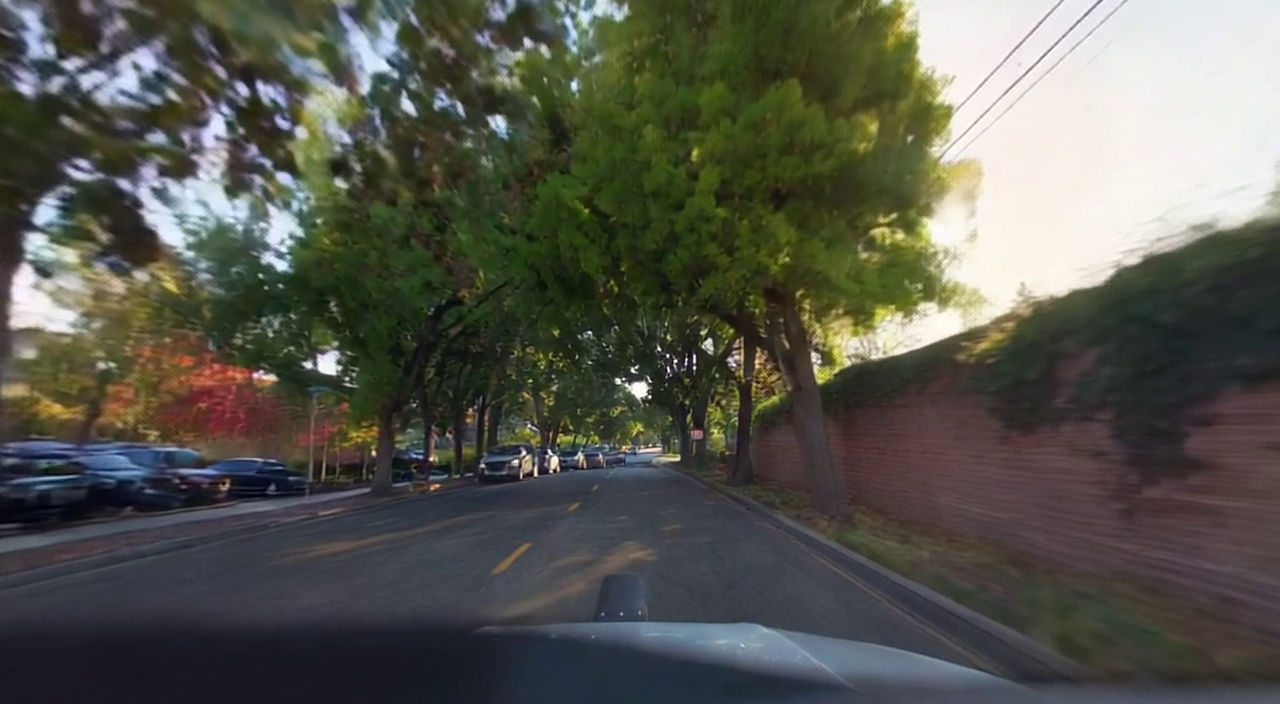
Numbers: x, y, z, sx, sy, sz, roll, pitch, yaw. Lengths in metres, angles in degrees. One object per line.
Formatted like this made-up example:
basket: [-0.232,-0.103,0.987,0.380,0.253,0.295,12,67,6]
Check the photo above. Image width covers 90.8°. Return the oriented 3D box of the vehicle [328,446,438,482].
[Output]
vehicle: [-13.725,5.989,33.901,4.991,1.692,1.960,1,-8,1]

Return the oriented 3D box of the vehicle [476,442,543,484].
vehicle: [-6.283,5.386,31.214,2.109,1.847,5.553,0,-8,0]
